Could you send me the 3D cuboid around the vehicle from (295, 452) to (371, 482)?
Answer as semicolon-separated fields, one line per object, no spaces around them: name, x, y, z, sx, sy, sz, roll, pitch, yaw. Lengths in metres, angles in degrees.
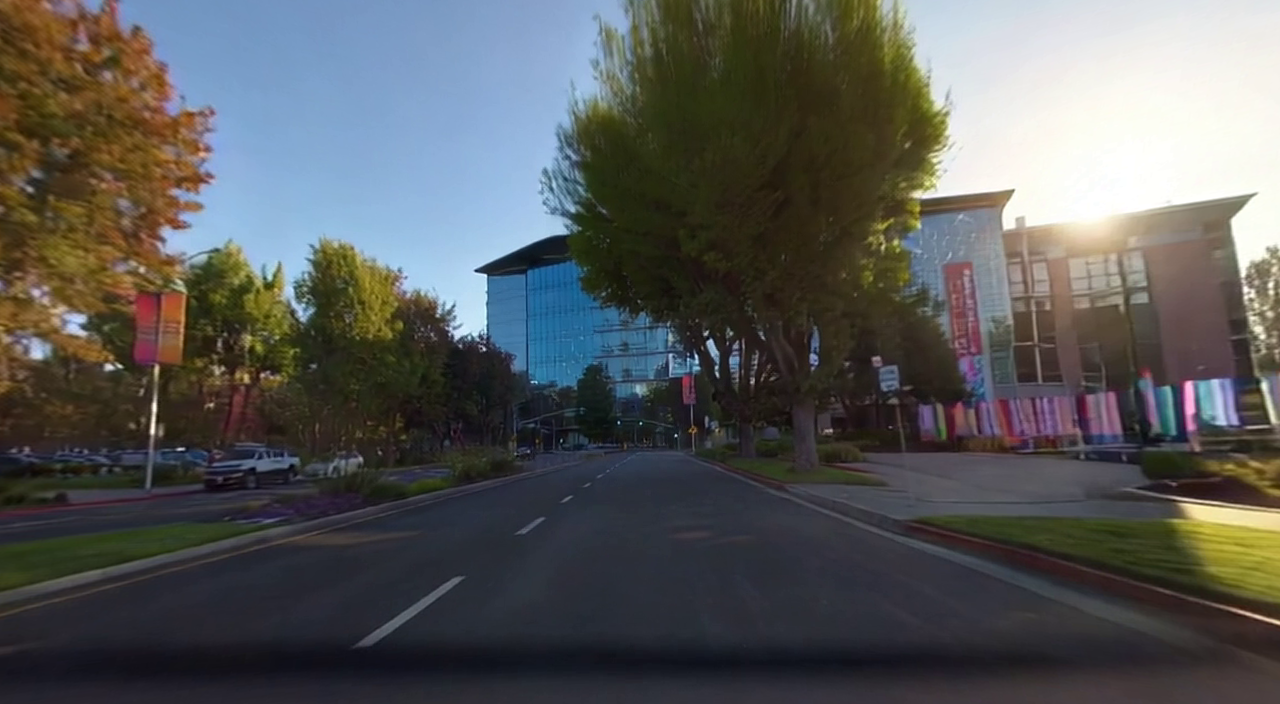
vehicle;-17.581;6.586;36.199;1.933;1.521;4.771;0;-9;0

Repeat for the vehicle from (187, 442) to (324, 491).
vehicle;-17.436;5.174;28.977;2.617;1.997;5.830;0;-9;0
